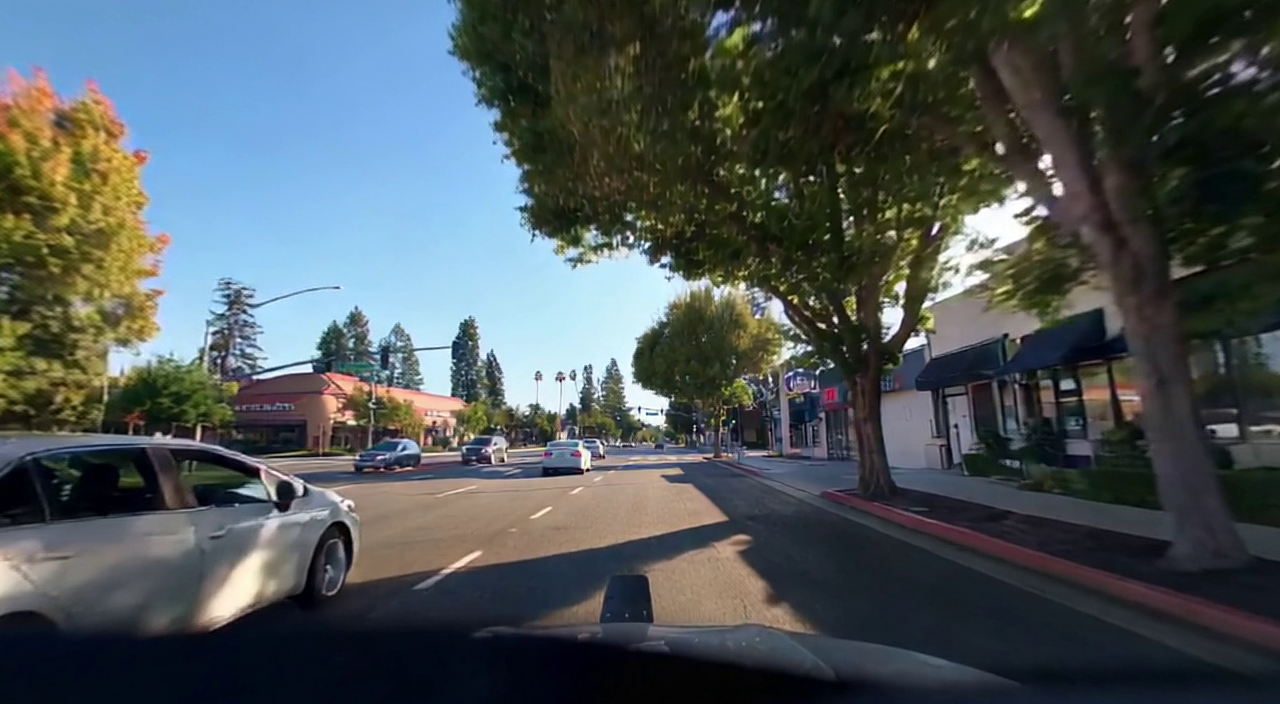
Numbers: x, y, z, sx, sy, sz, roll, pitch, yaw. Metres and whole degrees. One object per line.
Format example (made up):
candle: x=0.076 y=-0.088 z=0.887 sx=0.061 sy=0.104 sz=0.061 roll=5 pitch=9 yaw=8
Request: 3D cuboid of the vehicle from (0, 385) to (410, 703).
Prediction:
vehicle: x=-3.197 y=1.086 z=3.678 sx=2.018 sy=1.477 sz=4.401 roll=0 pitch=-8 yaw=0

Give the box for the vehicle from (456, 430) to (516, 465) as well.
vehicle: x=-8.839 y=5.553 z=36.625 sx=2.030 sy=1.906 sz=4.661 roll=0 pitch=-8 yaw=3

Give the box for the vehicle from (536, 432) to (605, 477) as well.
vehicle: x=-2.776 y=4.243 z=26.198 sx=2.109 sy=1.692 sz=4.220 roll=-1 pitch=-8 yaw=4
